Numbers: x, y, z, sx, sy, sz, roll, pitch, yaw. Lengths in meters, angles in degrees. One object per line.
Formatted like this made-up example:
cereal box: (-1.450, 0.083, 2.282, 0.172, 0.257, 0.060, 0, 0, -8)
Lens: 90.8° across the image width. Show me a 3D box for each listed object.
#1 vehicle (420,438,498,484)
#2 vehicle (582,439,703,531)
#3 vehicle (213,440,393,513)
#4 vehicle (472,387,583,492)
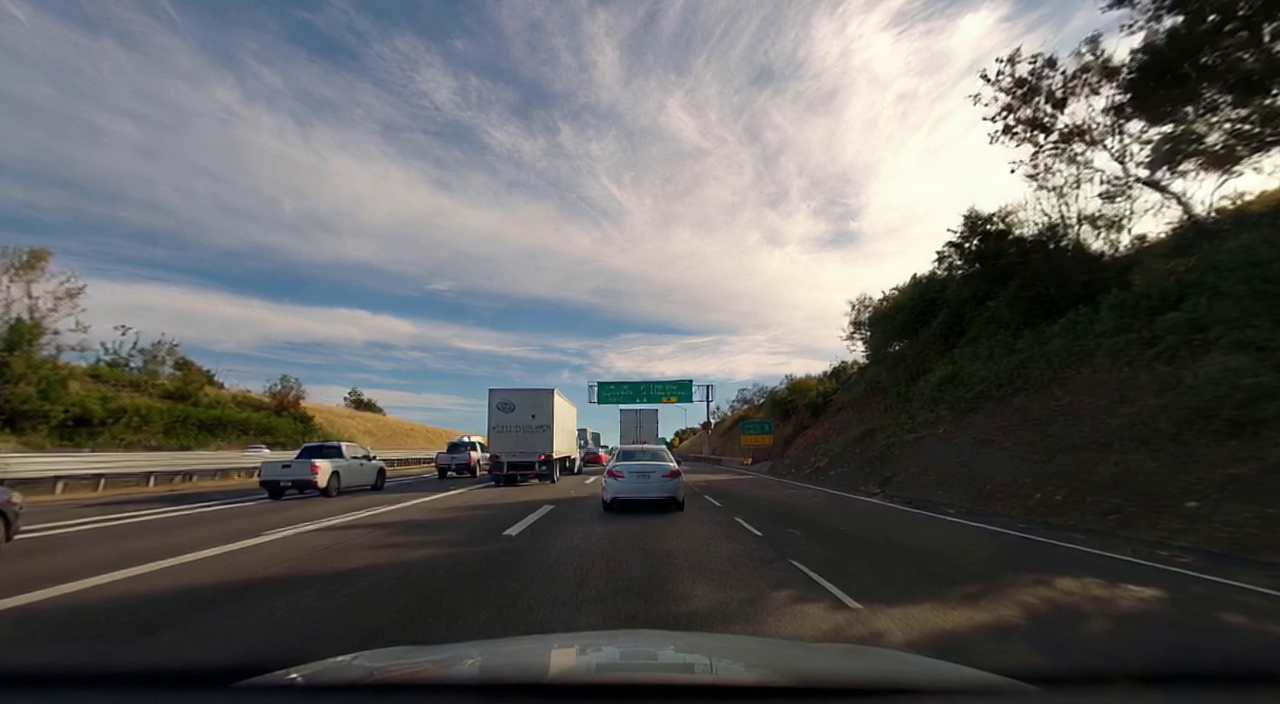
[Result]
vehicle: (-7.558, 4.575, 26.787, 1.952, 1.746, 4.332, -1, -9, 1)
vehicle: (0.010, 2.472, 12.229, 1.995, 1.495, 3.380, 0, -9, -1)
vehicle: (-8.037, 2.994, 15.690, 1.879, 1.521, 4.623, -1, -9, 1)
vehicle: (-3.931, 3.381, 23.992, 2.812, 3.342, 7.248, -1, -9, 1)
